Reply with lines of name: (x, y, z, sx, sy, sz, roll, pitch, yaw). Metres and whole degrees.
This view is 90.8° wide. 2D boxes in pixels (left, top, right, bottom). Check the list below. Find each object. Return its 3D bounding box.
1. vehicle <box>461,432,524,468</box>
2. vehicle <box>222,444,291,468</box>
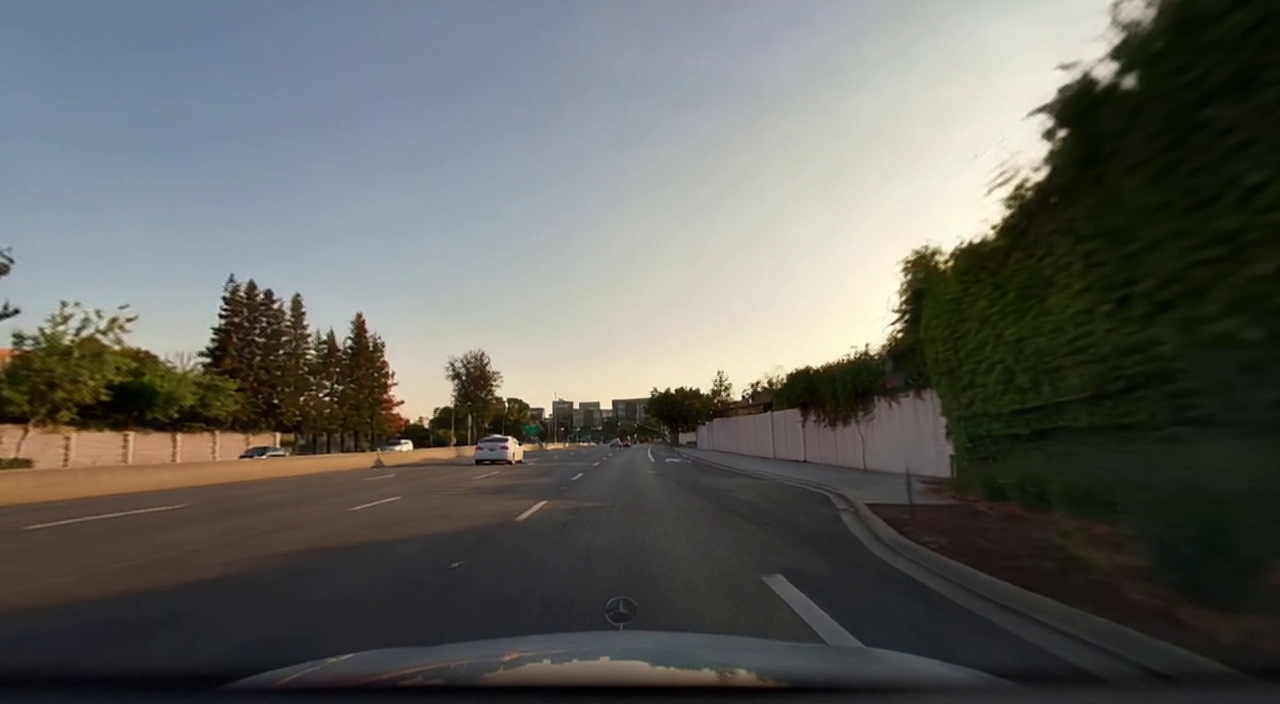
vehicle: (-7.638, 5.132, 33.176, 2.115, 1.711, 4.722, 0, -9, 1)
vehicle: (-26.127, 7.073, 43.236, 1.919, 1.514, 4.811, 1, -9, -3)
